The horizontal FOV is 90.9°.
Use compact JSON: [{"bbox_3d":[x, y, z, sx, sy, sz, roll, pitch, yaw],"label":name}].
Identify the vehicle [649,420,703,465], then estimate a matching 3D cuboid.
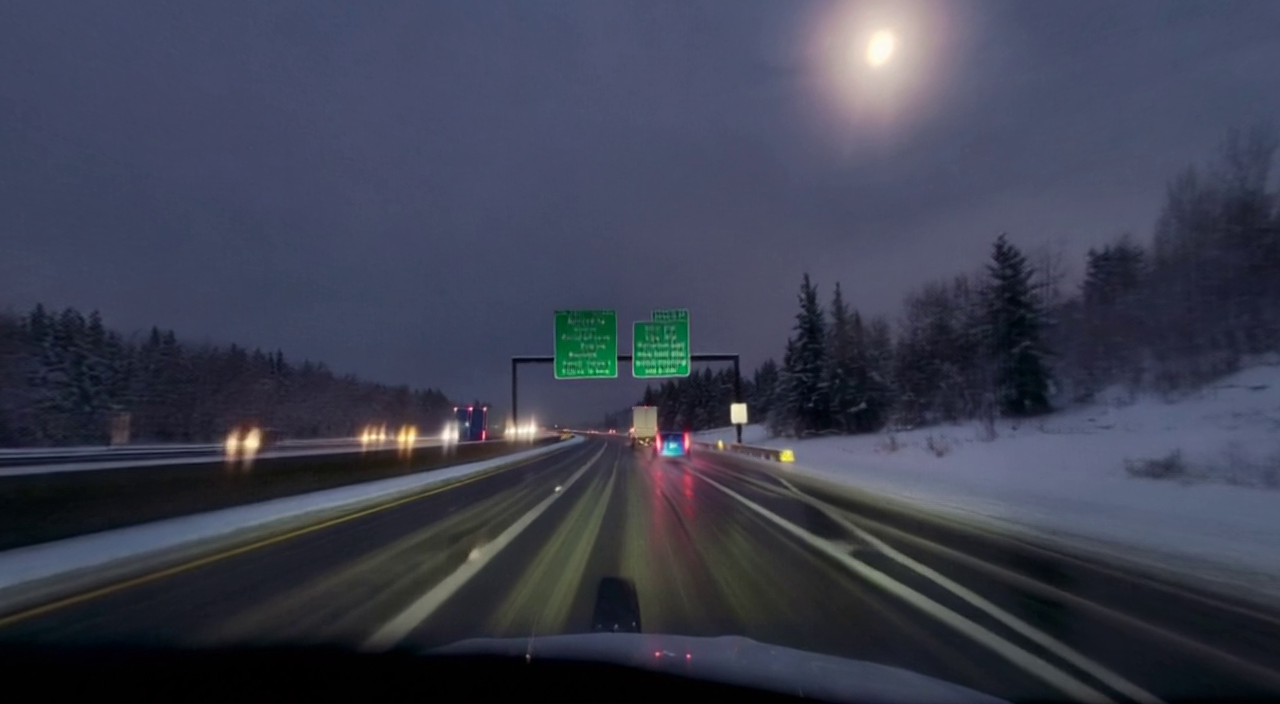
[{"bbox_3d":[1.584,4.173,29.201,2.076,1.914,4.287,0,-8,-2],"label":"vehicle"}]
